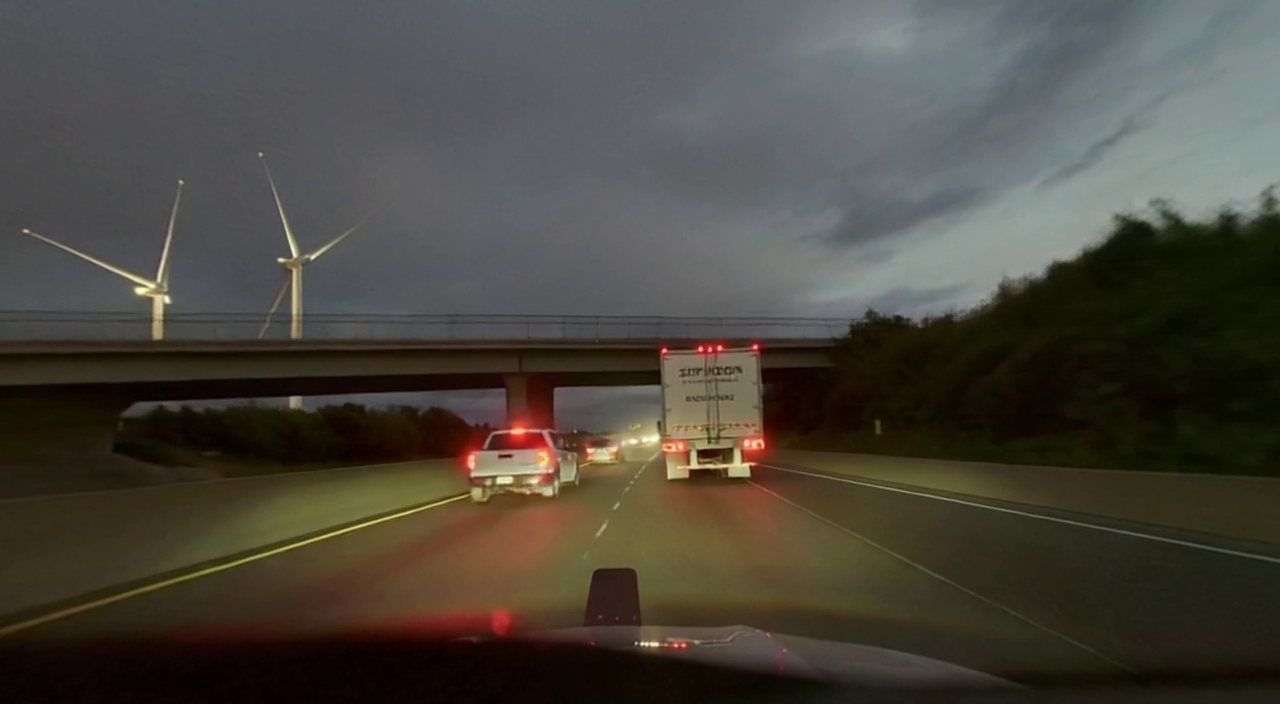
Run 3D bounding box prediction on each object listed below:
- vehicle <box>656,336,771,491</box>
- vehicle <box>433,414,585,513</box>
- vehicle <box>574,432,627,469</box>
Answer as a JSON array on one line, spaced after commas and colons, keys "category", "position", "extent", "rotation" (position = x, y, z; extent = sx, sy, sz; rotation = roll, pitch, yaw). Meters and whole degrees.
[{"category": "vehicle", "position": [2.084, 2.396, 22.542], "extent": [2.906, 3.990, 12.551], "rotation": [0, -8, 2]}, {"category": "vehicle", "position": [-2.646, 2.389, 14.095], "extent": [2.283, 1.814, 4.568], "rotation": [0, -8, 2]}, {"category": "vehicle", "position": [-1.873, 4.878, 31.541], "extent": [2.167, 1.686, 4.946], "rotation": [0, -8, 2]}]
